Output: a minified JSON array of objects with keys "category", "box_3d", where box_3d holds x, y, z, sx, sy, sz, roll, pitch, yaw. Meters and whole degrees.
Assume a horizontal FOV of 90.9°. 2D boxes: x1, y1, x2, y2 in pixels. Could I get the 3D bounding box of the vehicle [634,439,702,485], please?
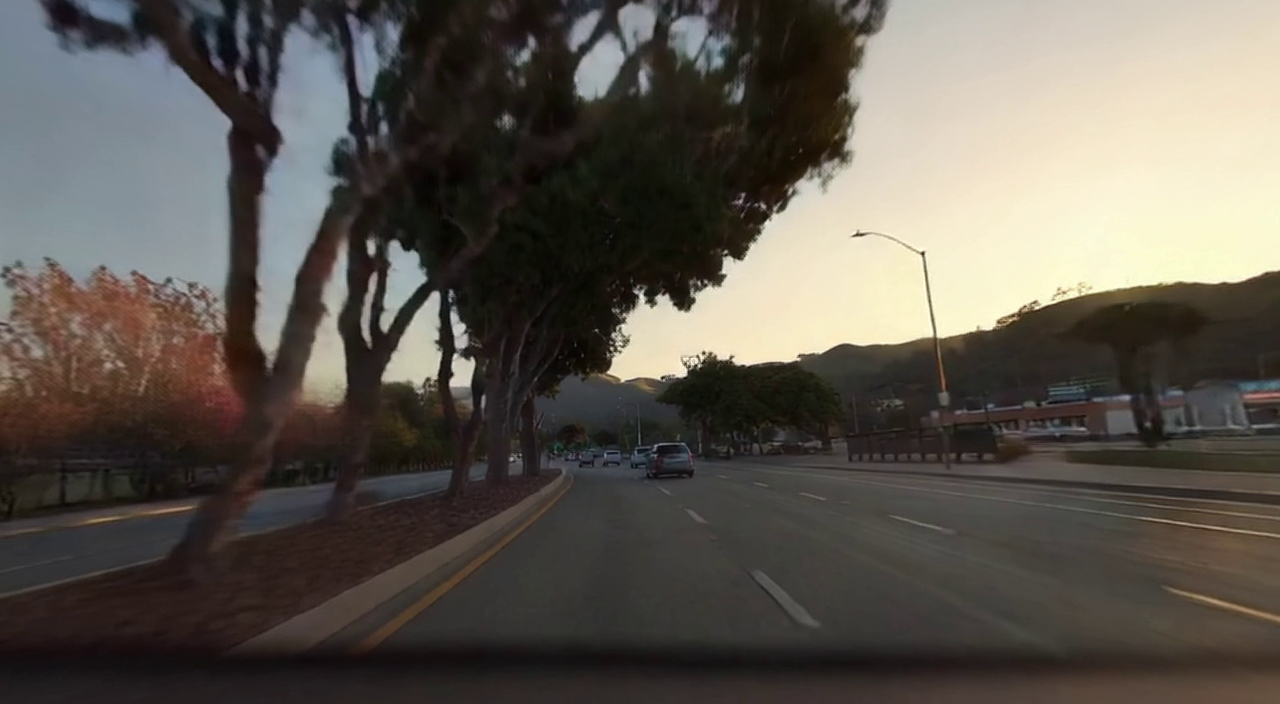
[{"category":"vehicle","box_3d":[1.081,4.686,27.185,2.253,1.756,4.313,1,-9,-7]}]
